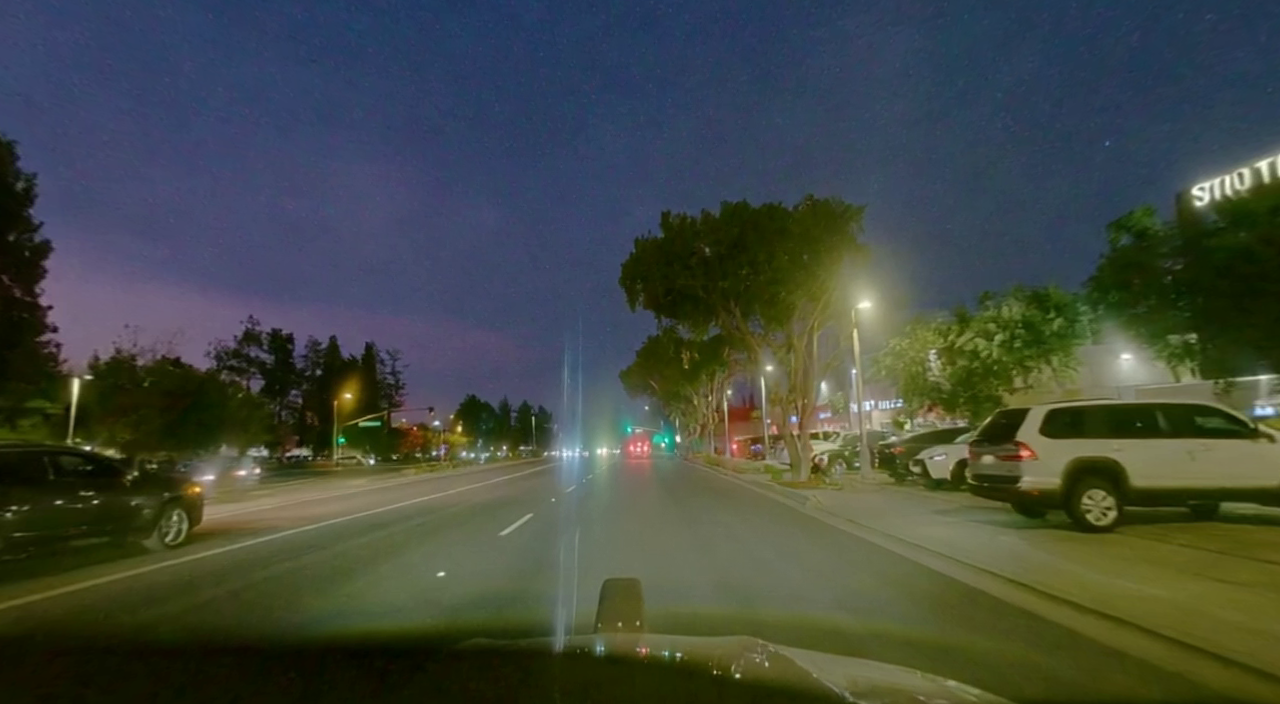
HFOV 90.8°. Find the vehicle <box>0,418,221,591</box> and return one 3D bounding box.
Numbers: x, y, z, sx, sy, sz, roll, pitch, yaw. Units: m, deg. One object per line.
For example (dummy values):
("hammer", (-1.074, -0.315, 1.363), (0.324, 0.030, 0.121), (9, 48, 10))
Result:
("vehicle", (-7.198, 1.586, 6.865), (2.038, 1.649, 4.665), (0, -8, 0))

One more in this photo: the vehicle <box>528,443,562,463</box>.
("vehicle", (-7.245, 7.745, 48.539), (2.011, 1.483, 4.596), (0, -8, -1))

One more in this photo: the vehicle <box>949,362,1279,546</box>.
("vehicle", (7.156, 1.344, 8.527), (4.770, 2.124, 2.207), (-1, -9, 5))

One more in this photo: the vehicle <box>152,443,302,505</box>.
("vehicle", (-11.765, 3.450, 18.406), (1.879, 1.547, 4.354), (1, -9, -8))

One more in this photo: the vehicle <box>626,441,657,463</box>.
("vehicle", (0.039, 6.992, 44.152), (2.061, 1.469, 3.954), (0, -8, -1))
